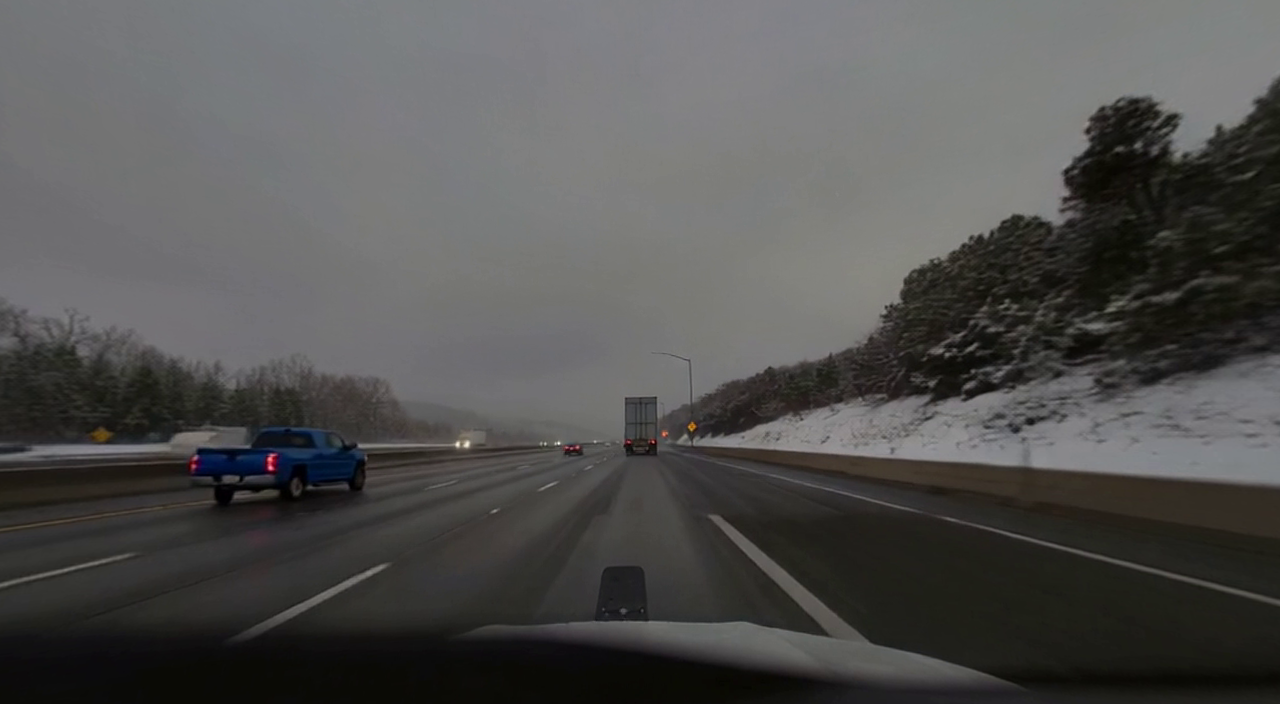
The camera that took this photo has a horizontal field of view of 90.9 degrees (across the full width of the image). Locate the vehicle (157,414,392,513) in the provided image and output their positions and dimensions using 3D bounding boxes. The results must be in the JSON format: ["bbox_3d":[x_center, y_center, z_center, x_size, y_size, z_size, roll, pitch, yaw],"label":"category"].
[{"bbox_3d":[-7.865,2.446,14.454,2.113,1.837,5.339,0,-8,1],"label":"vehicle"}]

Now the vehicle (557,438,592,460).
[{"bbox_3d":[-4.526,6.765,44.136,1.983,1.508,4.060,0,-8,1],"label":"vehicle"}]
